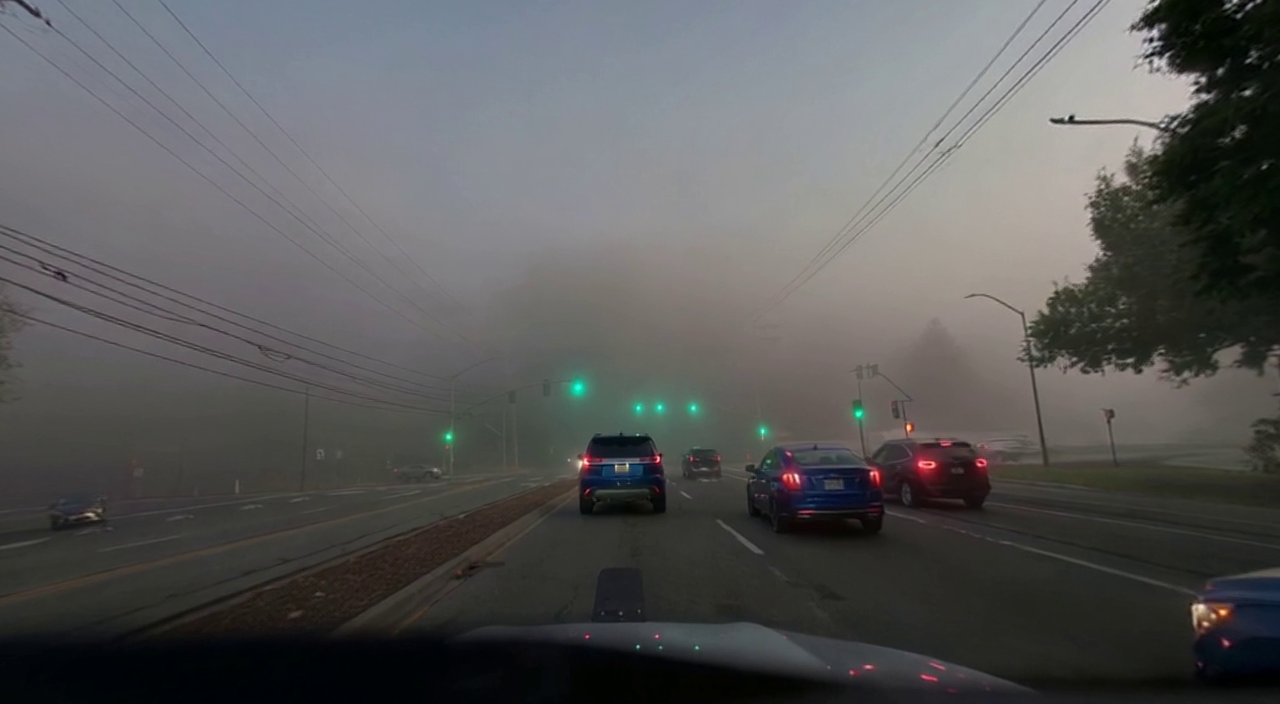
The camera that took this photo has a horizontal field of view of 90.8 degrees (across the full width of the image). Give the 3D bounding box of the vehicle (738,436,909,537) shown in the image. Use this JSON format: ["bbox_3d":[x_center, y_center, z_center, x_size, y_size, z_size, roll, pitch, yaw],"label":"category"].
[{"bbox_3d":[3.274,2.478,12.332,1.880,1.579,4.401,0,-9,-2],"label":"vehicle"}]

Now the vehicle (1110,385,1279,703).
[{"bbox_3d":[3.260,0.663,0.837,1.889,1.517,4.308,0,-9,-1],"label":"vehicle"}]

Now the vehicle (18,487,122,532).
[{"bbox_3d":[-26.810,7.405,29.714,4.526,1.715,1.989,-10,-13,26],"label":"vehicle"}]

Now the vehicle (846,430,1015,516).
[{"bbox_3d":[6.746,2.849,15.329,1.929,1.753,4.396,0,-9,-1],"label":"vehicle"}]

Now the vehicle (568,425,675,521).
[{"bbox_3d":[-0.453,2.866,15.445,2.231,1.998,4.254,0,-9,-2],"label":"vehicle"}]

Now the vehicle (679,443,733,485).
[{"bbox_3d":[2.904,5.032,28.642,1.915,1.765,4.047,0,-9,-2],"label":"vehicle"}]
